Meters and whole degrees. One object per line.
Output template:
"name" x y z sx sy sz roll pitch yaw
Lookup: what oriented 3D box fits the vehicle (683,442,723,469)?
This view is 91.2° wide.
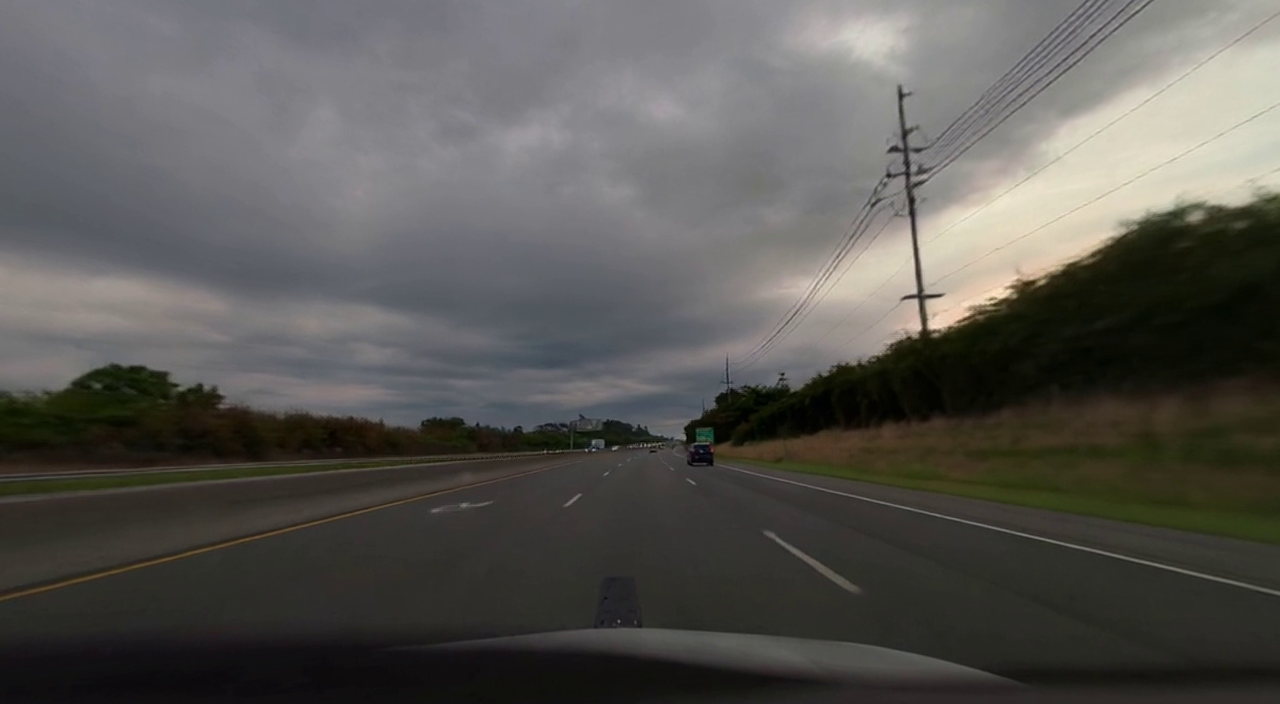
"vehicle" 3.873 6.436 39.101 2.054 1.565 4.089 0 -9 -1
